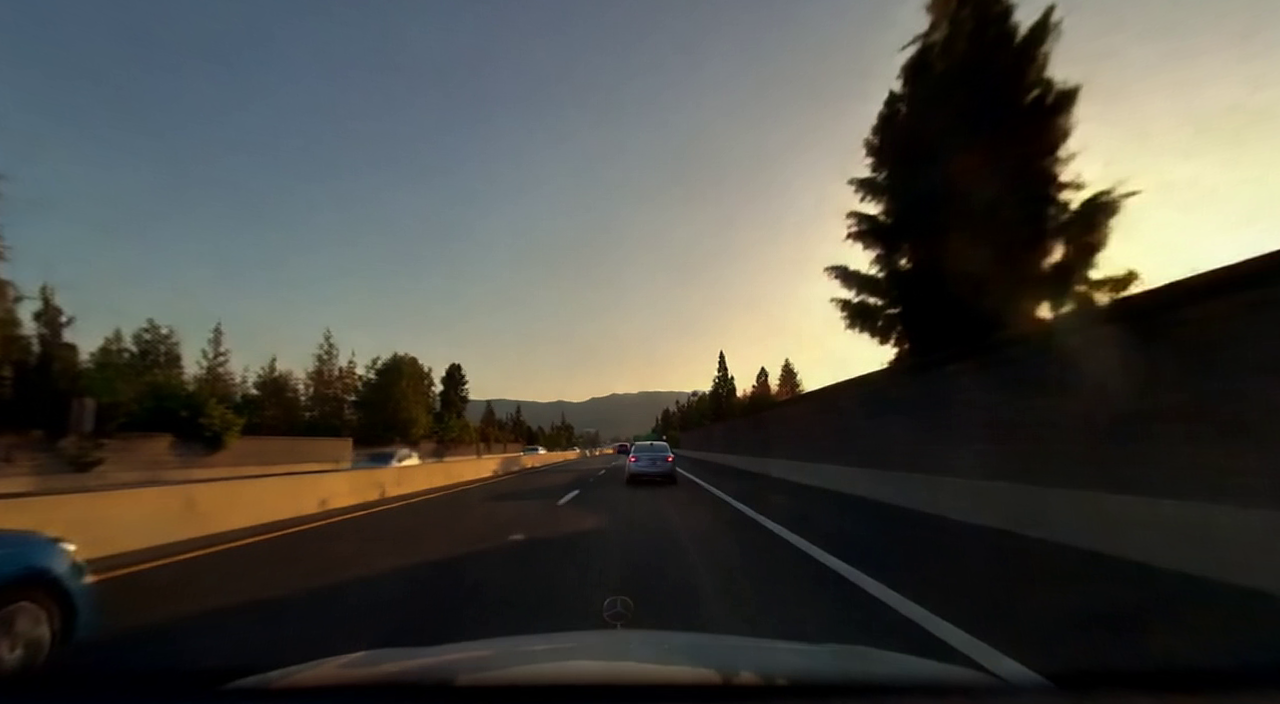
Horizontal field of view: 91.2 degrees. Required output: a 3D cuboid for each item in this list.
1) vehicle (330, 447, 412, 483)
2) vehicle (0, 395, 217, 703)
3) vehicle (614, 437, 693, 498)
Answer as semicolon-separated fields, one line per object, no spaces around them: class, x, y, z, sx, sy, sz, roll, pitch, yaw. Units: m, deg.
vehicle;-12.917;5.428;30.428;1.982;1.590;4.564;0;-9;0
vehicle;-3.697;0.837;1.718;2.083;1.548;4.251;0;-9;0
vehicle;0.262;3.294;18.220;2.021;1.533;4.014;0;-9;-3
